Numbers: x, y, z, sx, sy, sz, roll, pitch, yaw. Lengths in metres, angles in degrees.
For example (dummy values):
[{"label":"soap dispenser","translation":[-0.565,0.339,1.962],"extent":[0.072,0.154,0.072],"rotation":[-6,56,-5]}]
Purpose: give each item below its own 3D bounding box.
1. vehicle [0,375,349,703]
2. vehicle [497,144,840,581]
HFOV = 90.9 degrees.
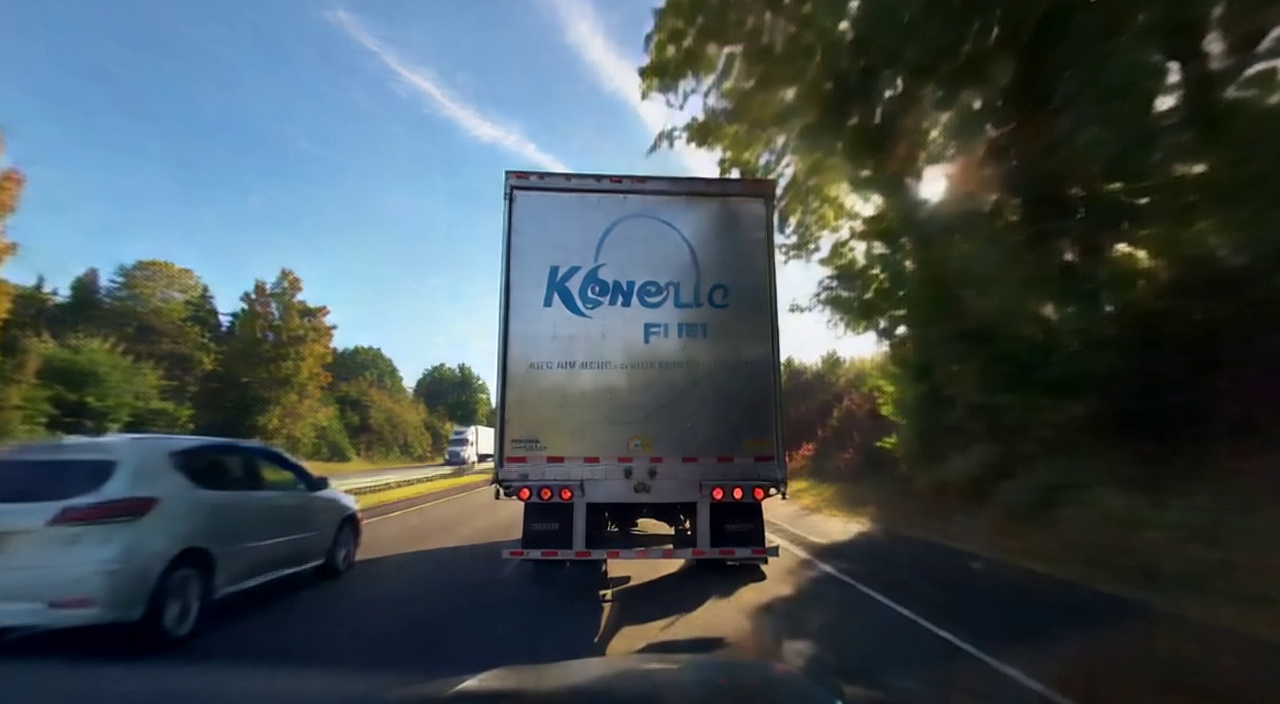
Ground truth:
[{"label":"vehicle","translation":[-3.819,1.084,3.814],"extent":[2.095,1.600,4.247],"rotation":[0,-9,-1]},{"label":"vehicle","translation":[0.125,1.113,13.387],"extent":[3.230,4.377,14.405],"rotation":[0,-9,-1]}]
